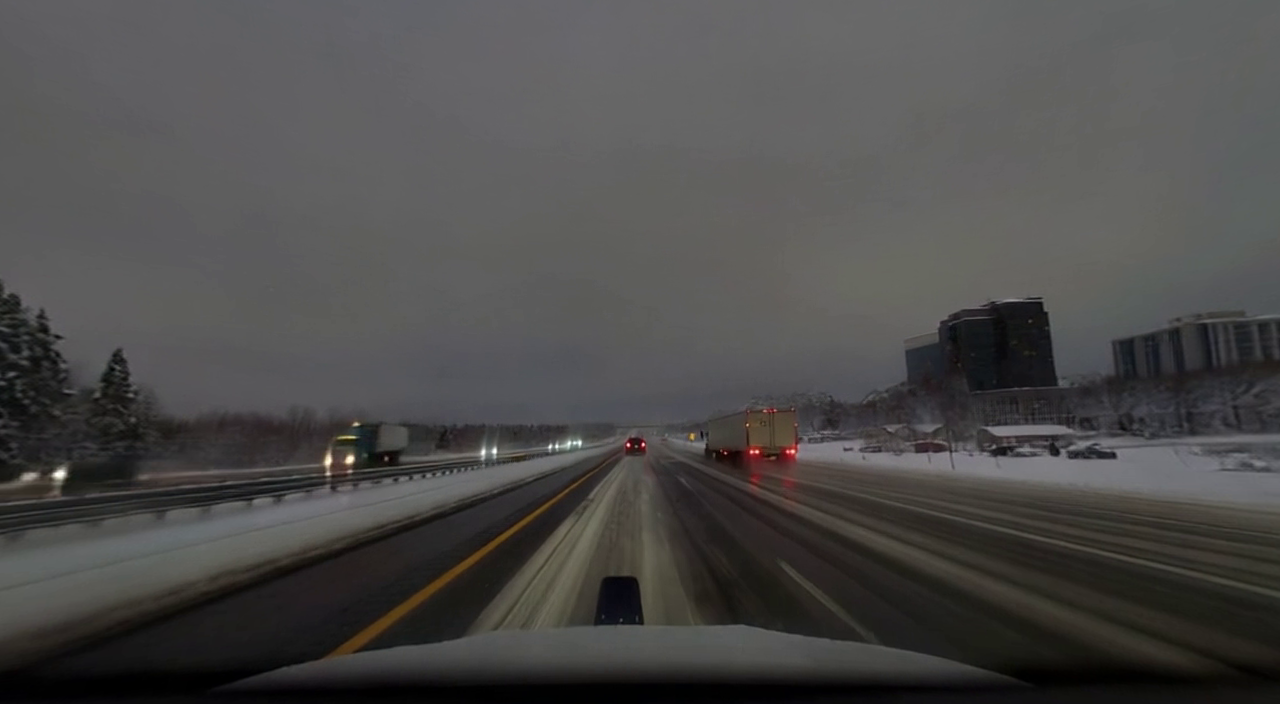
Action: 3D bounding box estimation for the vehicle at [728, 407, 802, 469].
[{"bbox_3d":[7.094,5.072,37.003,2.793,3.204,7.997,0,-8,1],"label":"vehicle"}]

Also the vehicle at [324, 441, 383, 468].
[{"bbox_3d":[-22.392,7.994,49.568,2.071,2.009,5.318,0,-8,0],"label":"vehicle"}]

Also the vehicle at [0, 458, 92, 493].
[{"bbox_3d":[-29.591,5.917,30.582,1.814,1.455,4.645,0,-8,1],"label":"vehicle"}]
